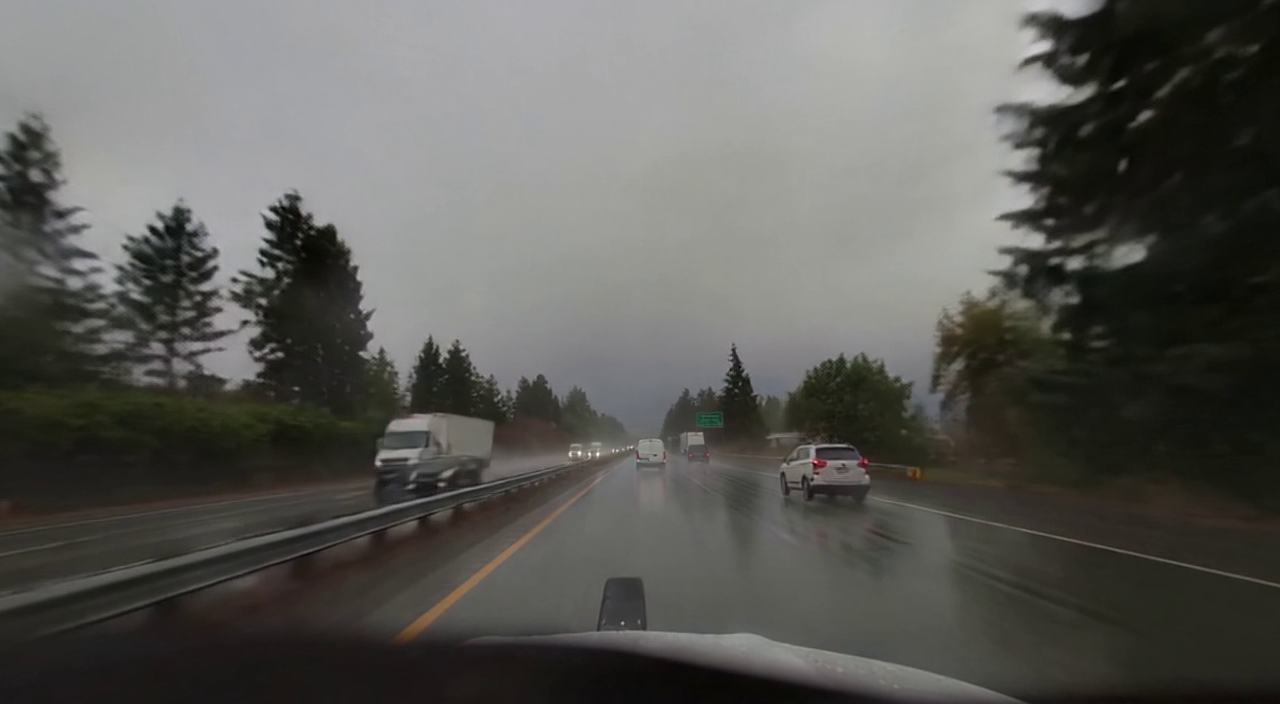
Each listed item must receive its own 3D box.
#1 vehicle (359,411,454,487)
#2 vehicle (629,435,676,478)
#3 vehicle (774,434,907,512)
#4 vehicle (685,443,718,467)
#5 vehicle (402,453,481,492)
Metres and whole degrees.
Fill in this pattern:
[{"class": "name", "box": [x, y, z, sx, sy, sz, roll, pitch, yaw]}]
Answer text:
[{"class": "vehicle", "box": [-13.107, 5.501, 35.979, 2.962, 3.957, 5.870, 0, -9, 1]}, {"class": "vehicle", "box": [0.581, 5.053, 30.733, 2.143, 1.925, 4.101, 0, -9, 0]}, {"class": "vehicle", "box": [4.506, 2.756, 14.756, 1.868, 1.566, 3.509, 0, -9, -1]}, {"class": "vehicle", "box": [4.493, 7.643, 46.837, 1.961, 1.689, 3.971, 0, -9, -1]}, {"class": "vehicle", "box": [-8.440, 5.146, 27.208, 1.907, 1.491, 4.426, 0, -9, 1]}]
